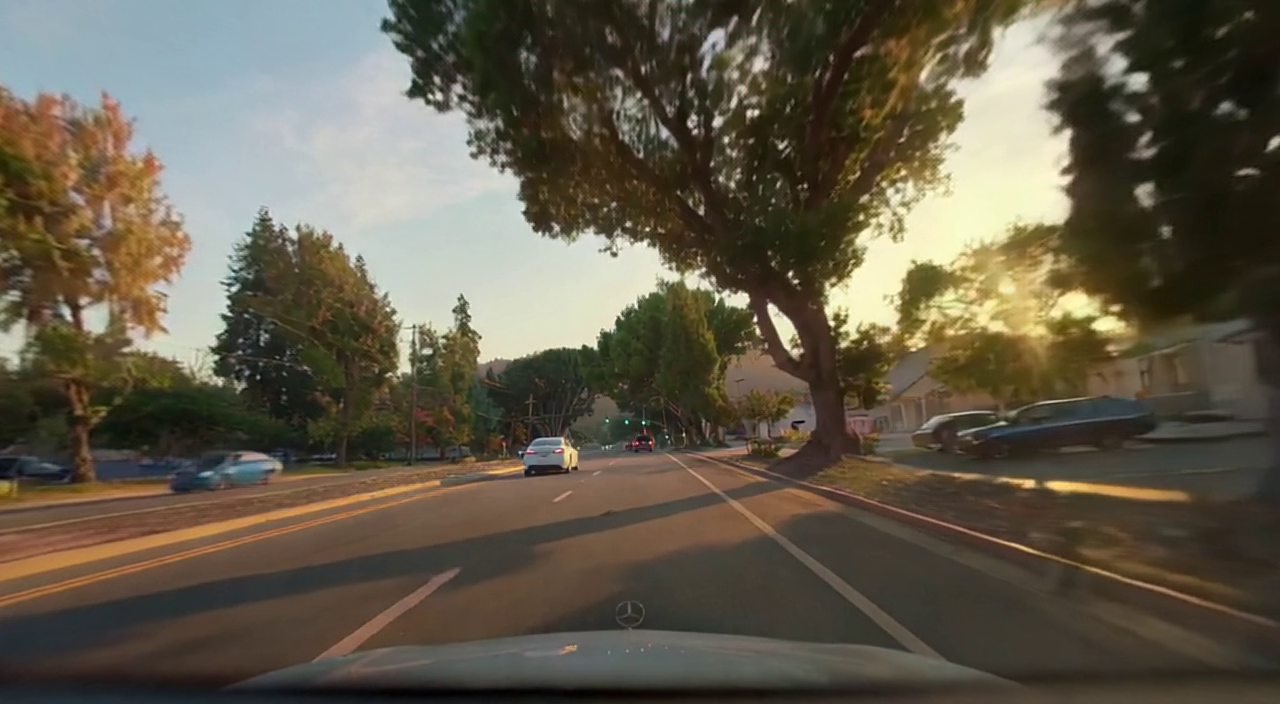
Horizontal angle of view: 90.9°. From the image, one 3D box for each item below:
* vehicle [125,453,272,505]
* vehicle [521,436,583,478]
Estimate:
[{"bbox_3d":[-16.011,4.584,23.226,1.967,1.581,4.663,-1,-8,1],"label":"vehicle"},{"bbox_3d":[-3.680,4.482,27.103,1.914,1.630,4.351,-1,-8,2],"label":"vehicle"}]
